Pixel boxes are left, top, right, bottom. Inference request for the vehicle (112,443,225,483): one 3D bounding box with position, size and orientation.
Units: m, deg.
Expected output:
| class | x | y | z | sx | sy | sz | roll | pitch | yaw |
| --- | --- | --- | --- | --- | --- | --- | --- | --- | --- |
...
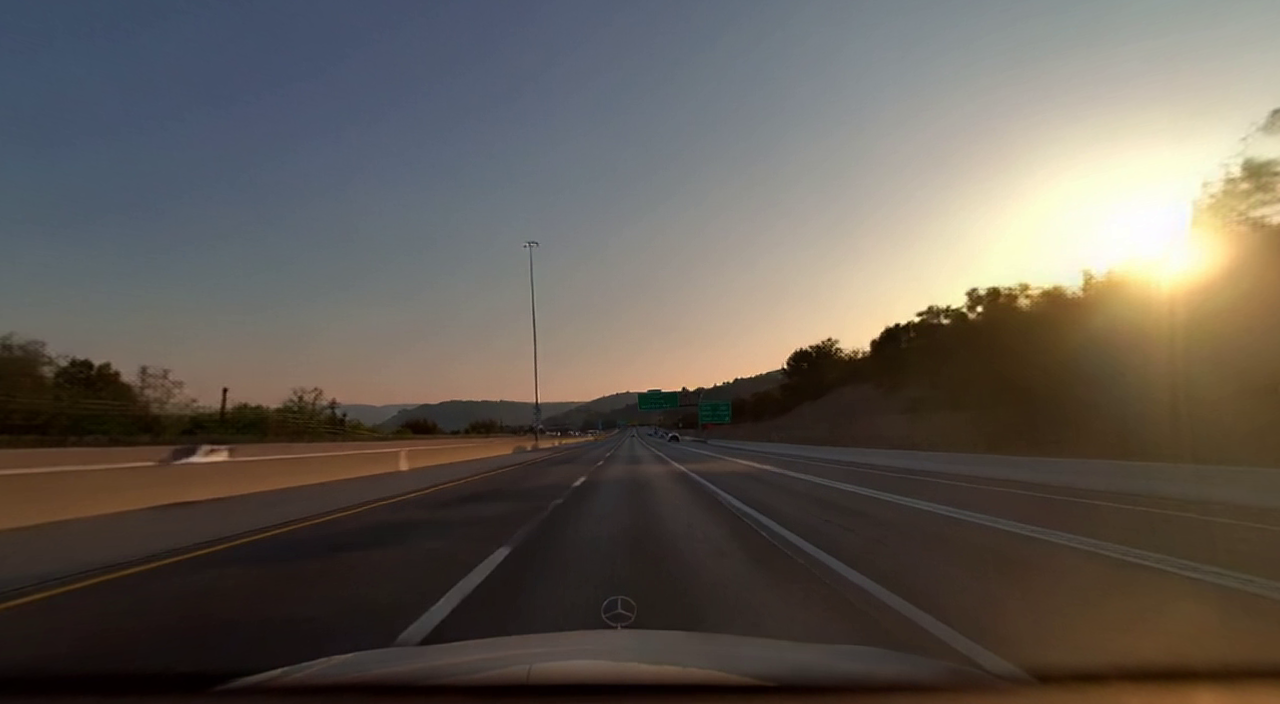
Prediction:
| class | x | y | z | sx | sy | sz | roll | pitch | yaw |
| --- | --- | --- | --- | --- | --- | --- | --- | --- | --- |
| vehicle | -21.953 | 5.136 | 29.530 | 1.935 | 1.659 | 4.318 | 0 | -8 | 0 |
